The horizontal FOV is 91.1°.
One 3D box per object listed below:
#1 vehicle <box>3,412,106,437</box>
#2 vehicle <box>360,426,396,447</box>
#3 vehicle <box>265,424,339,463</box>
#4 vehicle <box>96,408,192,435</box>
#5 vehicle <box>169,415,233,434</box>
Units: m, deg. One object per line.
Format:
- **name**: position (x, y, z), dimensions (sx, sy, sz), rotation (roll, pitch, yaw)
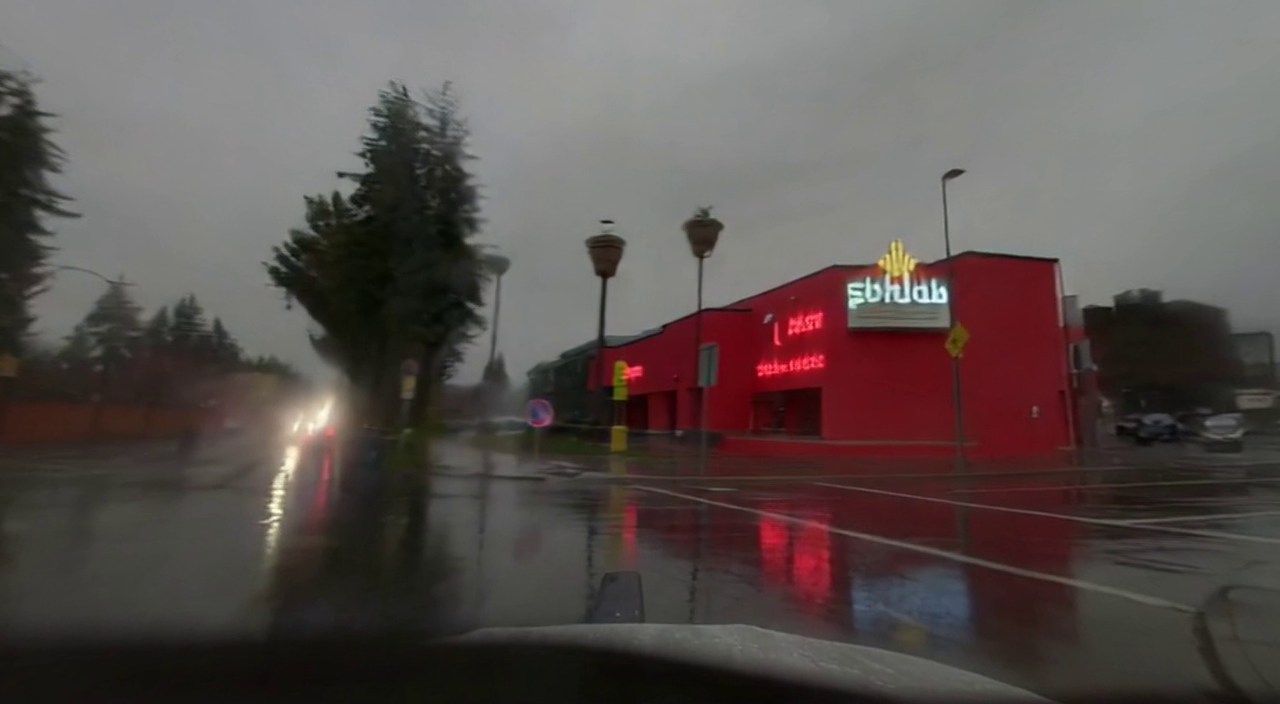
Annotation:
- **vehicle**: position (-35.492, 4.411, 38.153), dimensions (4.442, 1.468, 1.821), rotation (0, -8, 1)
- **vehicle**: position (-19.481, 6.319, 46.840), dimensions (1.742, 1.504, 3.771), rotation (2, -8, -11)
- **vehicle**: position (-13.597, 3.706, 25.557), dimensions (1.962, 1.424, 4.289), rotation (3, -8, -19)
- **vehicle**: position (-35.534, 5.018, 45.141), dimensions (5.015, 1.909, 2.034), rotation (0, -8, -2)
- **vehicle**: position (-34.865, 5.787, 49.937), dimensions (3.774, 1.439, 1.676), rotation (0, -8, -3)
